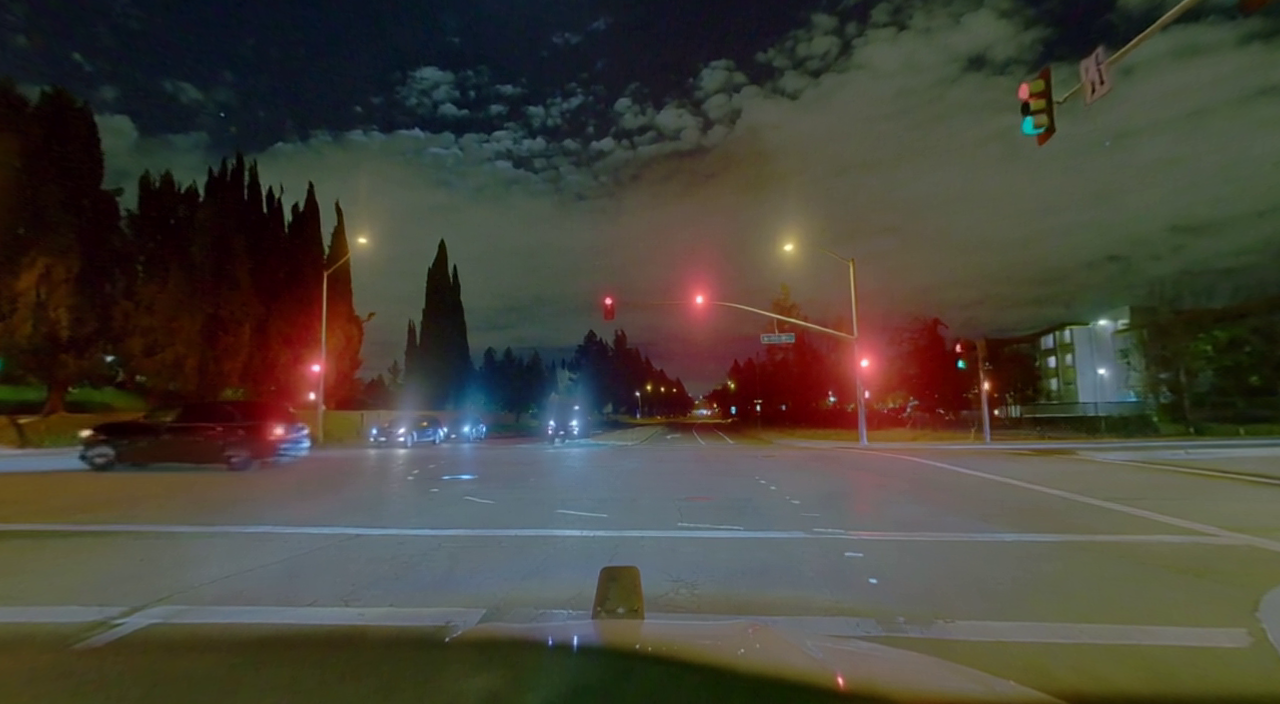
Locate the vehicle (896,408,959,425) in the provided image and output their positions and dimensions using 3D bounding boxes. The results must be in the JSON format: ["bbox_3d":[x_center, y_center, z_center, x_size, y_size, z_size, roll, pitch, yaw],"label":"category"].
[{"bbox_3d":[22.010,4.965,48.459,3.933,1.219,1.700,-1,-9,3],"label":"vehicle"}]

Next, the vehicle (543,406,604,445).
[{"bbox_3d":[-3.448,4.043,33.895,2.306,1.907,5.382,-1,-9,4],"label":"vehicle"}]

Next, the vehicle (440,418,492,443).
[{"bbox_3d":[-11.248,5.141,41.159,1.899,1.510,4.294,-1,-9,3],"label":"vehicle"}]

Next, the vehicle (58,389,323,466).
[{"bbox_3d":[-11.713,2.028,16.767,5.383,1.870,2.203,-1,-9,3],"label":"vehicle"}]

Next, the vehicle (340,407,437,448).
[{"bbox_3d":[-12.617,3.923,32.177,2.340,1.902,4.920,-2,-9,9],"label":"vehicle"}]
